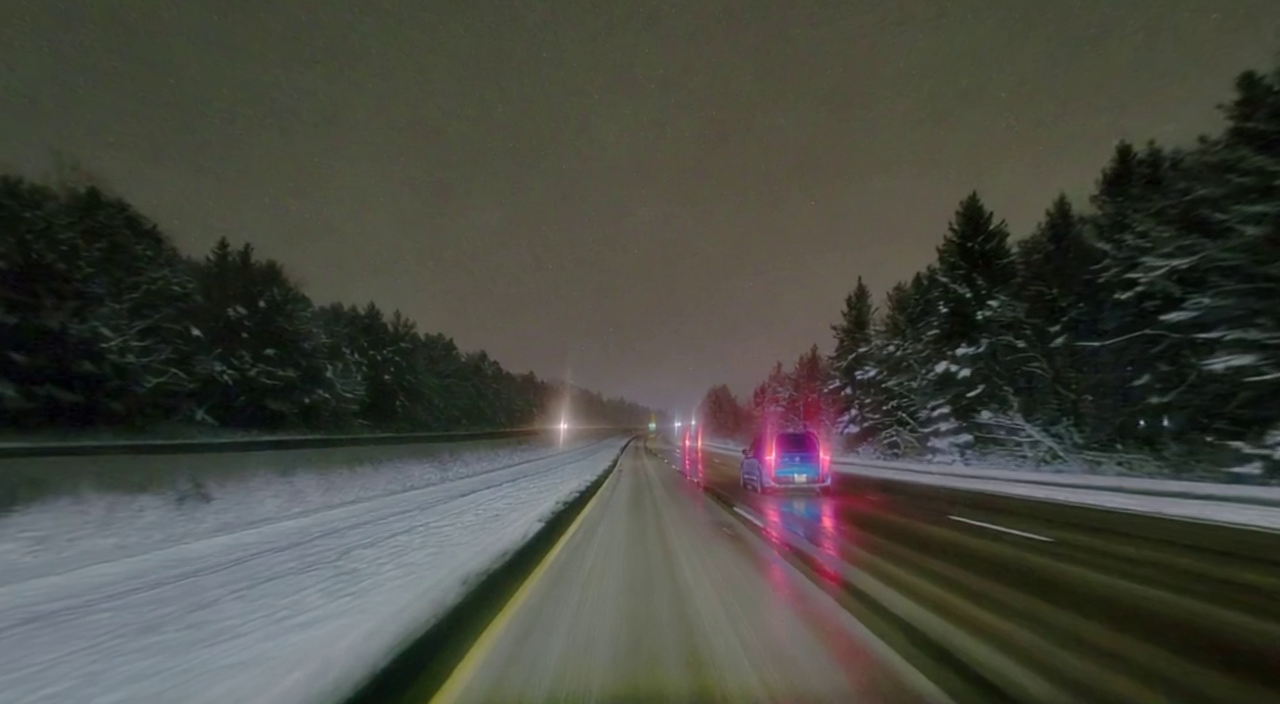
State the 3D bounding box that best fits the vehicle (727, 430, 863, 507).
[{"bbox_3d":[3.474,2.691,15.076,2.050,1.546,4.344,0,-8,-1],"label":"vehicle"}]
